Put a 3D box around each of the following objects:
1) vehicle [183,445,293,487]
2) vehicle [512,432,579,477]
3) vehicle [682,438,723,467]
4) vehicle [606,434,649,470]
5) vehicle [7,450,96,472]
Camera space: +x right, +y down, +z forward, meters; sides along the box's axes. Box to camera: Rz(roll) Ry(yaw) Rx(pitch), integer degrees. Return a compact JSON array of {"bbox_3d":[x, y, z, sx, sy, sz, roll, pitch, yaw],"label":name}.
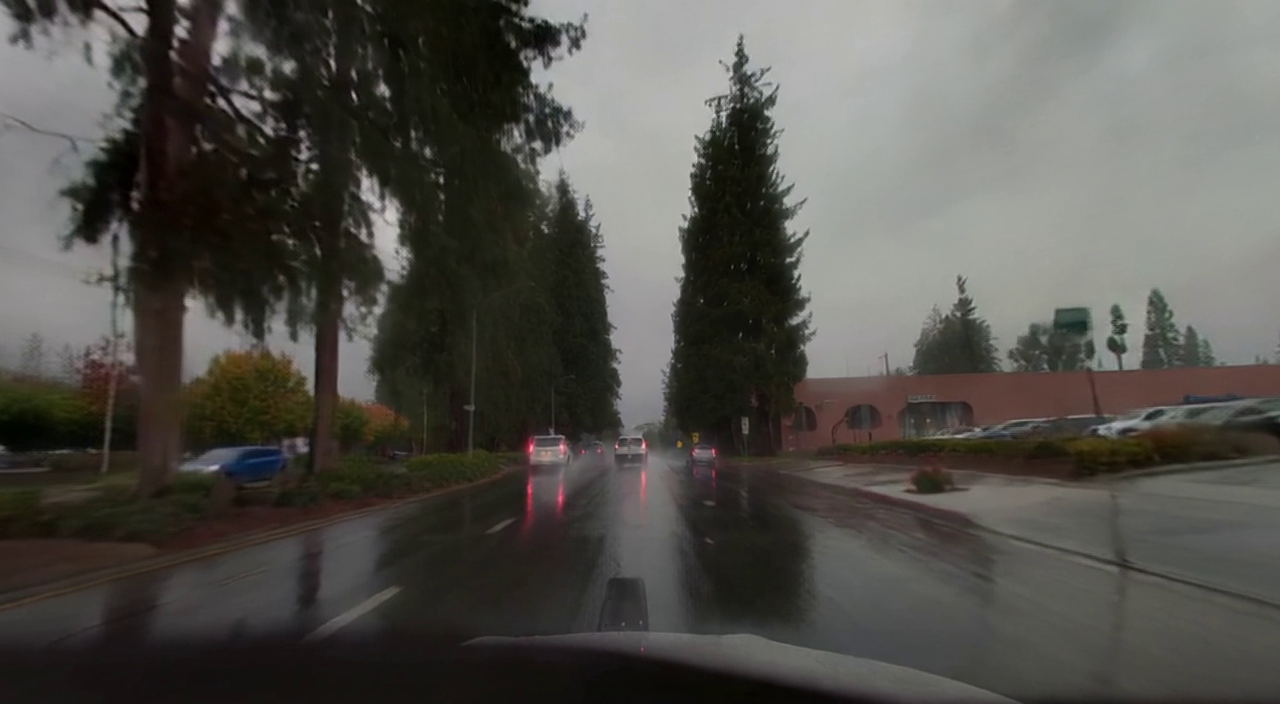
[{"bbox_3d":[-19.641,5.551,31.152,2.128,1.841,5.012,0,-9,0],"label":"vehicle"},{"bbox_3d":[-3.844,4.274,26.399,2.047,1.710,4.314,0,-9,1],"label":"vehicle"},{"bbox_3d":[3.545,5.737,36.192,1.847,1.554,4.052,0,-9,-1],"label":"vehicle"},{"bbox_3d":[-0.565,5.031,31.831,2.022,1.700,4.084,0,-9,0],"label":"vehicle"},{"bbox_3d":[-42.453,7.860,45.618,1.749,1.468,4.559,-1,-9,6],"label":"vehicle"}]
